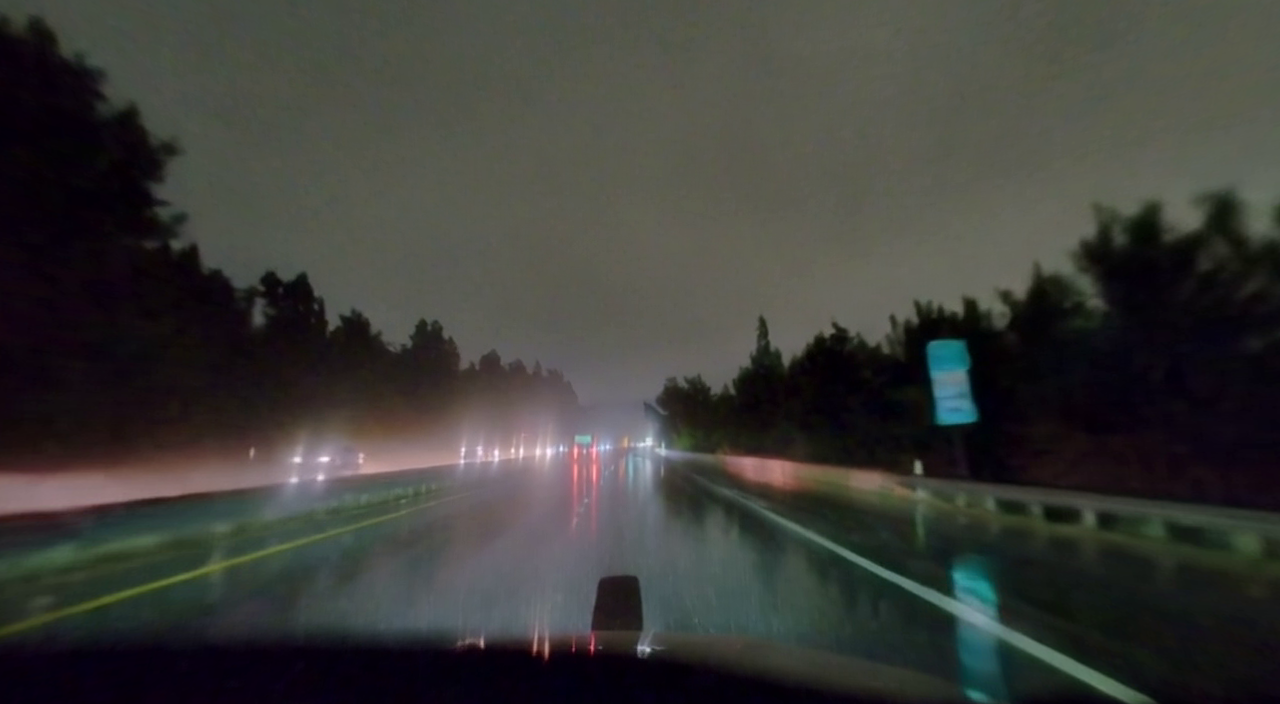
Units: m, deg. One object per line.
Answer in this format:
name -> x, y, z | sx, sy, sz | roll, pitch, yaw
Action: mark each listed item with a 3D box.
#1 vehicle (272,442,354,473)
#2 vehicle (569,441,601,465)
vehicle -> -16.996, 5.501, 32.822 | 1.956, 1.531, 4.217 | 0, -9, 0
vehicle -> -4.107, 7.660, 47.622 | 2.098, 1.692, 4.038 | 0, -9, -1
